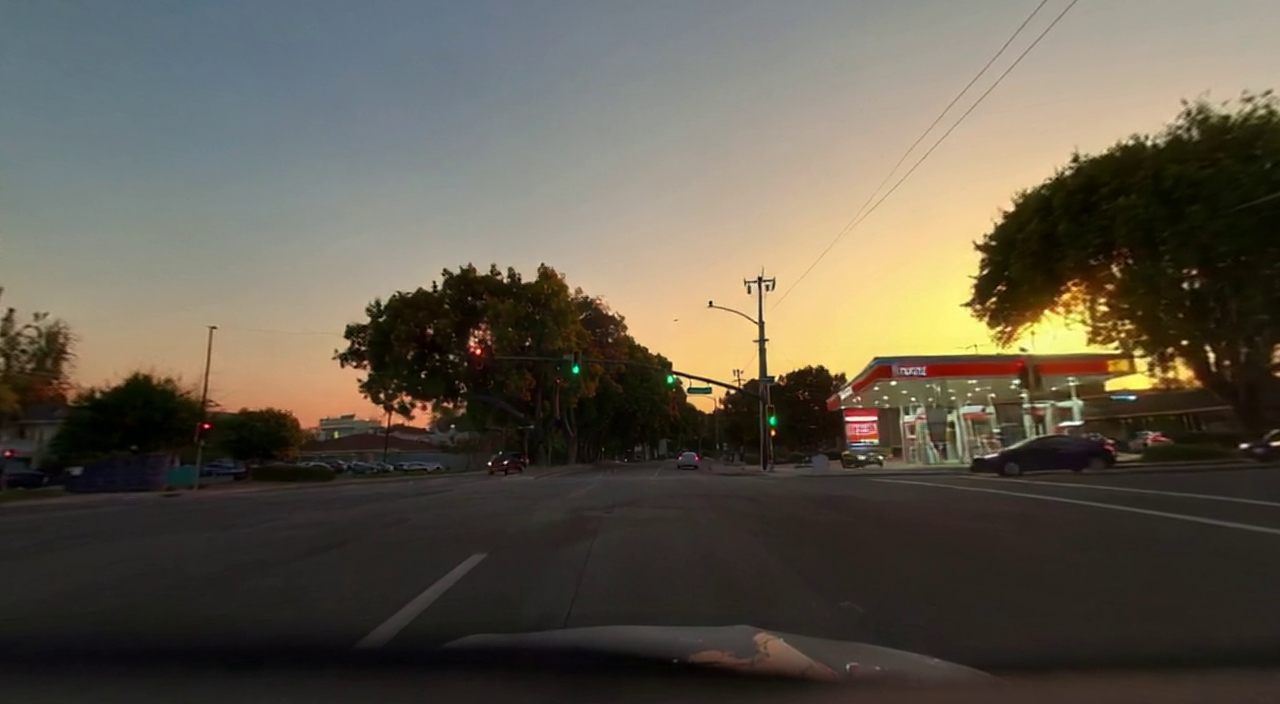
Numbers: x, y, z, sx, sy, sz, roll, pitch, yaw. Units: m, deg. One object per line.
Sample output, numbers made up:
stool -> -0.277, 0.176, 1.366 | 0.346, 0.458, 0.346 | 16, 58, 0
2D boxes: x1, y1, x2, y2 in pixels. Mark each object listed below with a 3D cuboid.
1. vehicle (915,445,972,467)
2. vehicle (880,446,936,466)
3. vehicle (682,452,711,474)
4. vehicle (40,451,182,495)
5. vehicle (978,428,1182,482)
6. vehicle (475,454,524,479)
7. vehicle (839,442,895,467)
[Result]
vehicle -> 21.853, 7.432, 45.414 | 4.329, 1.461, 1.873 | 6, -11, -38
vehicle -> 20.049, 7.776, 47.196 | 4.553, 1.371, 2.019 | 9, -15, -42
vehicle -> 4.205, 8.320, 47.586 | 1.908, 1.492, 3.977 | -1, -9, 2
vehicle -> -33.289, 7.596, 39.926 | 6.708, 2.544, 2.452 | -1, -9, 1
vehicle -> 13.211, 3.127, 19.219 | 4.605, 1.497, 2.061 | -1, -9, 0
vehicle -> -9.191, 7.553, 41.767 | 2.023, 1.498, 4.605 | -1, -9, 3
vehicle -> 17.720, 7.971, 49.154 | 4.601, 1.766, 2.015 | 7, -14, -42
